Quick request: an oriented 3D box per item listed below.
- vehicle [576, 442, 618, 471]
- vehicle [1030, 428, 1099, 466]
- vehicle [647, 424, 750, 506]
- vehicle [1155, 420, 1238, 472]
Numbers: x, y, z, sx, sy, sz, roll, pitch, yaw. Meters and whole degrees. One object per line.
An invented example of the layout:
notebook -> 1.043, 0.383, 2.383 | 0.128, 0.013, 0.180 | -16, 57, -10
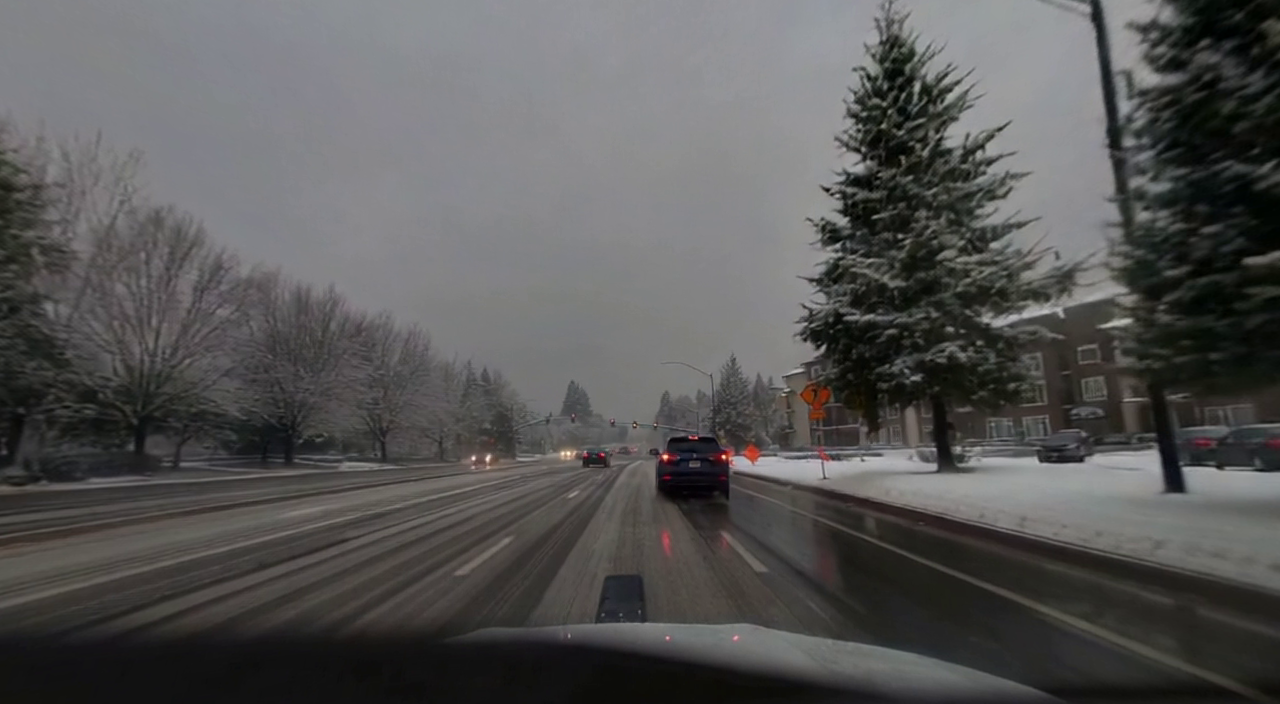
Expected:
vehicle -> -2.519, 6.236, 37.919 | 2.121, 1.654, 3.993 | 0, -8, 1
vehicle -> 20.209, 4.510, 29.990 | 1.926, 1.680, 4.410 | -8, -11, 42
vehicle -> 1.350, 2.884, 16.560 | 2.197, 1.835, 4.316 | 0, -8, -1
vehicle -> 20.396, 3.434, 23.086 | 1.960, 1.678, 4.435 | -8, -11, 43
